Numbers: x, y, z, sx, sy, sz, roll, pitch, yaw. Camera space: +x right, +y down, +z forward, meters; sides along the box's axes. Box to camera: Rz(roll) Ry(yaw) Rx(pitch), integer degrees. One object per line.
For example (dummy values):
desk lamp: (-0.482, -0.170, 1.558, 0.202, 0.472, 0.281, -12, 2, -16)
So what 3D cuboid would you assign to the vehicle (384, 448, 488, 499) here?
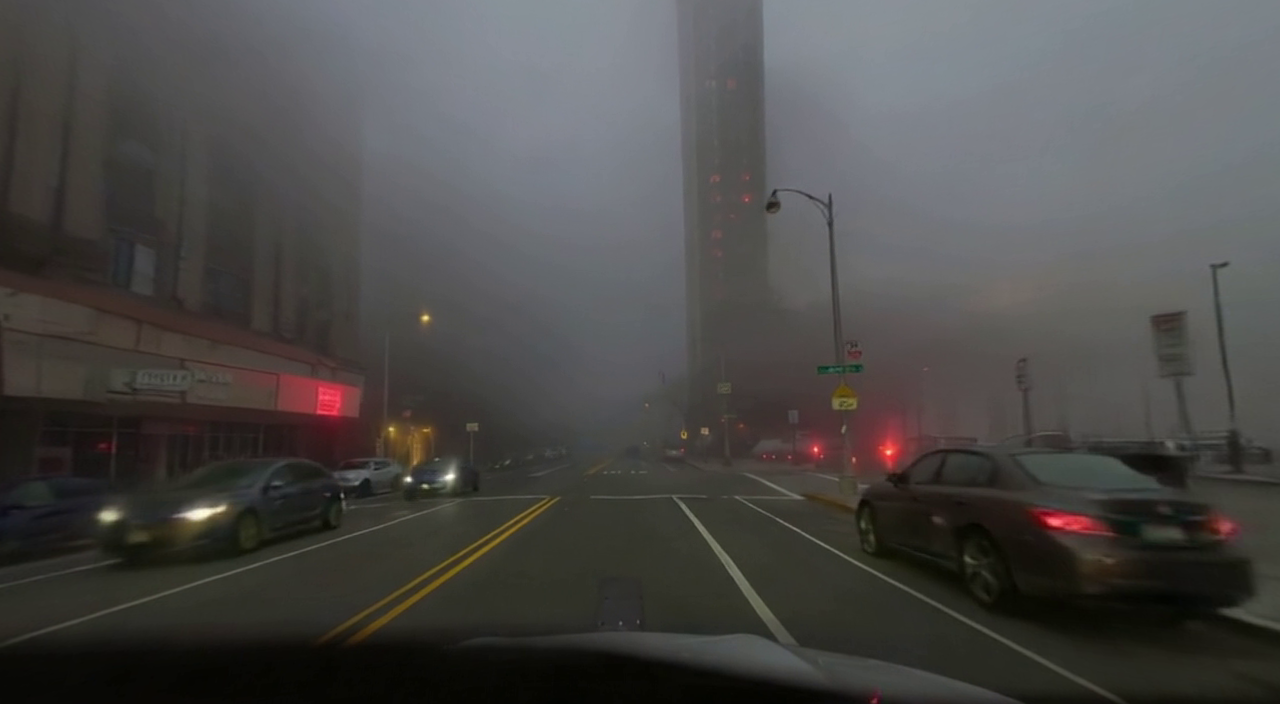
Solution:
vehicle: (-6.641, 3.978, 21.169, 1.962, 1.475, 4.580, 0, -8, 0)

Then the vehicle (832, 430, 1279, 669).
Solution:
vehicle: (3.709, 1.596, 6.425, 1.937, 1.481, 4.760, 0, -8, -1)

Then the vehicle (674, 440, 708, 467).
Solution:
vehicle: (3.563, 7.176, 44.814, 2.118, 1.779, 5.121, -1, -8, 2)

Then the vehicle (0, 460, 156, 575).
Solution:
vehicle: (-11.118, 2.937, 11.426, 1.812, 1.538, 3.761, -3, -5, 0)

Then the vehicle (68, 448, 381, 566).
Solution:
vehicle: (-6.384, 2.378, 10.634, 1.993, 1.484, 4.812, 0, -8, 0)
